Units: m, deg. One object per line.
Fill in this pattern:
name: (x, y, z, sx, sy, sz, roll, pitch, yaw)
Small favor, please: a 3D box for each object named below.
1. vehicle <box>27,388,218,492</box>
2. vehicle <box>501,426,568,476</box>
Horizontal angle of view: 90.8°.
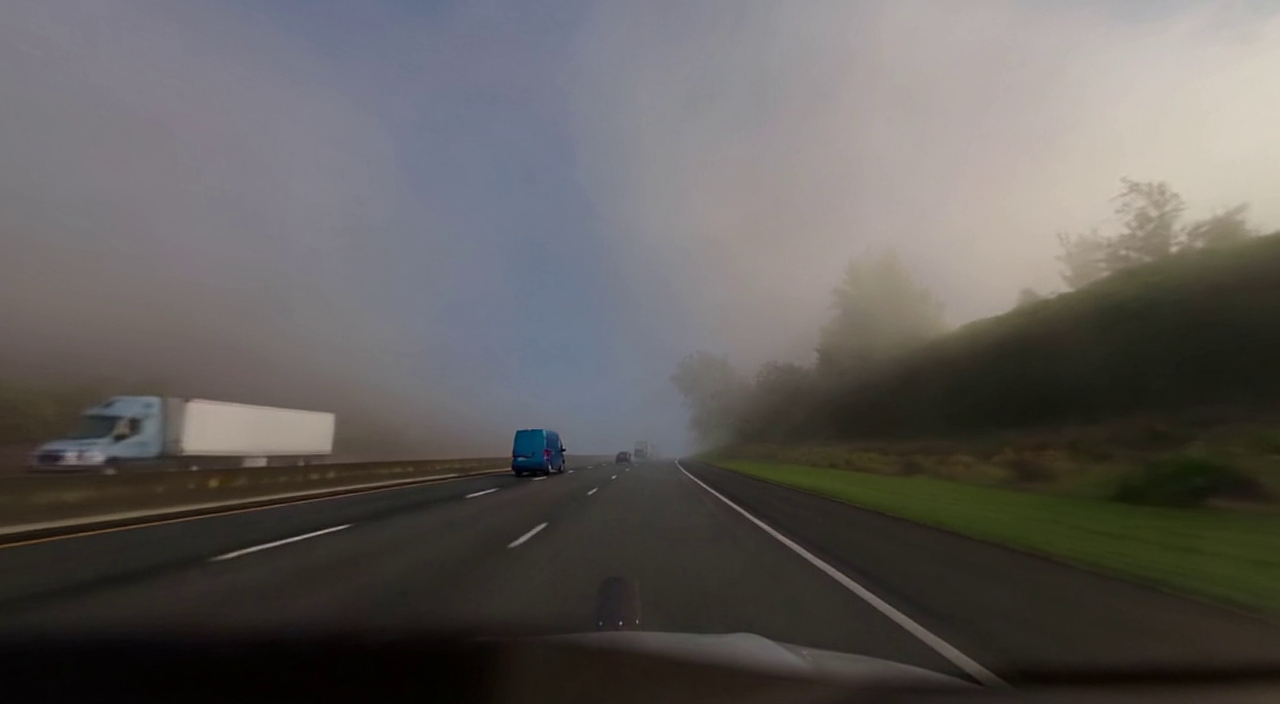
vehicle: (-22.169, 3.870, 27.598, 2.970, 4.003, 5.894, -1, -9, 2)
vehicle: (-5.695, 5.494, 34.958, 2.449, 2.471, 6.130, -1, -9, 2)
